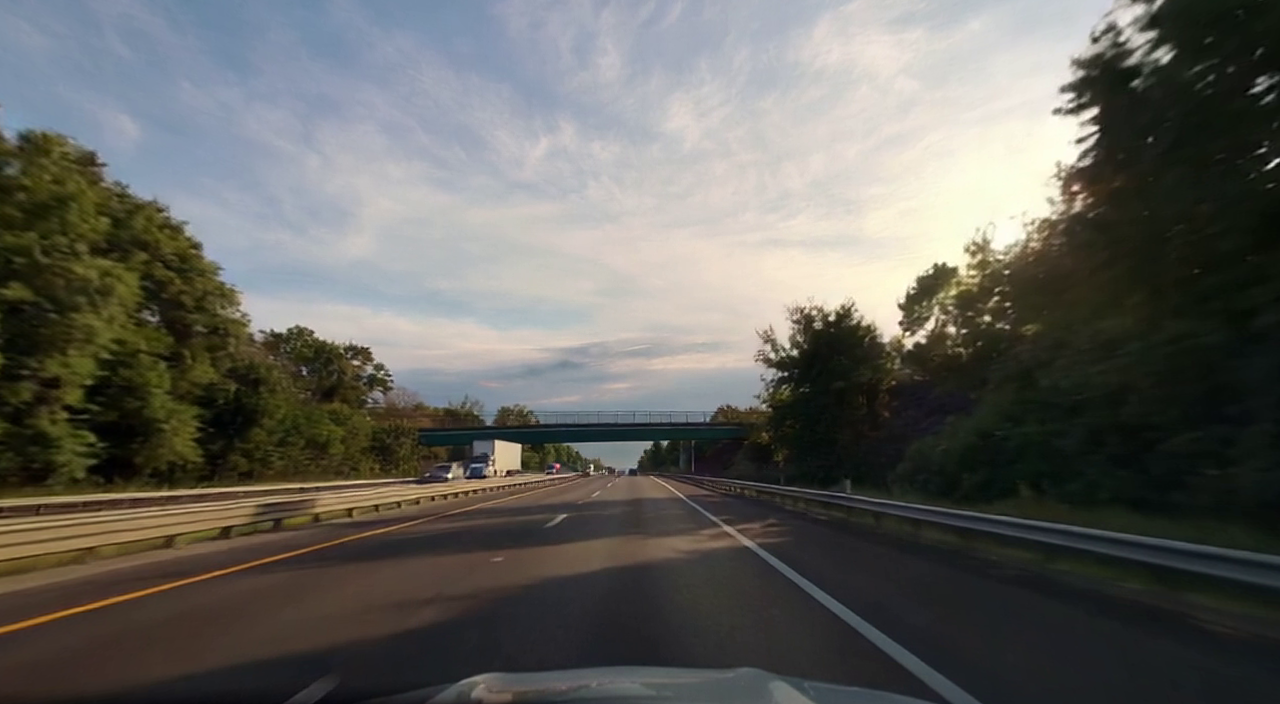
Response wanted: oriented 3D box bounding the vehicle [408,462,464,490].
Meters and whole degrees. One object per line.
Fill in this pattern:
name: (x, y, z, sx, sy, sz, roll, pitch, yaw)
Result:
vehicle: (-11.589, 7.084, 36.082, 1.828, 1.481, 4.104, 1, -10, 0)
